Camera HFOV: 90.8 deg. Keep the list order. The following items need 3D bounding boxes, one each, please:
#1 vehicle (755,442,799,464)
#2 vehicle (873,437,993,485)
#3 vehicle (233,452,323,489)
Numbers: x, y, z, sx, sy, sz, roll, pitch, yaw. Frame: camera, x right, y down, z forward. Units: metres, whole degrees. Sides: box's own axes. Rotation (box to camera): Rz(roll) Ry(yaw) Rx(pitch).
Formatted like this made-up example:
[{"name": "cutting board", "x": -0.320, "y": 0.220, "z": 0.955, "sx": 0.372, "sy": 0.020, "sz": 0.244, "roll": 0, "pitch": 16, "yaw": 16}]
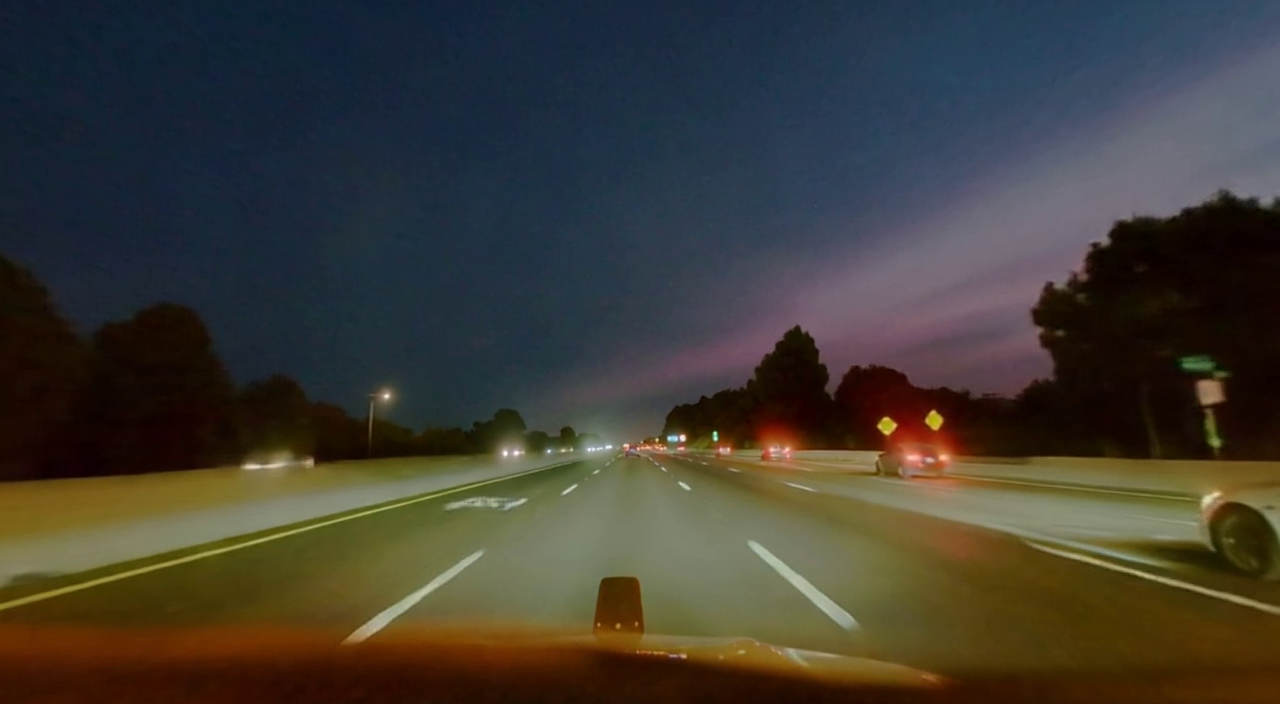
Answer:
[{"name": "vehicle", "x": 9.803, "y": 7.266, "z": 45.603, "sx": 2.075, "sy": 1.496, "sz": 4.573, "roll": 0, "pitch": -9, "yaw": -2}, {"name": "vehicle", "x": 10.531, "y": 3.949, "z": 23.213, "sx": 1.962, "sy": 1.536, "sz": 4.945, "roll": 0, "pitch": -9, "yaw": -1}, {"name": "vehicle", "x": -14.961, "y": 4.889, "z": 26.324, "sx": 1.629, "sy": 1.362, "sz": 3.473, "roll": 0, "pitch": -8, "yaw": 0}]
